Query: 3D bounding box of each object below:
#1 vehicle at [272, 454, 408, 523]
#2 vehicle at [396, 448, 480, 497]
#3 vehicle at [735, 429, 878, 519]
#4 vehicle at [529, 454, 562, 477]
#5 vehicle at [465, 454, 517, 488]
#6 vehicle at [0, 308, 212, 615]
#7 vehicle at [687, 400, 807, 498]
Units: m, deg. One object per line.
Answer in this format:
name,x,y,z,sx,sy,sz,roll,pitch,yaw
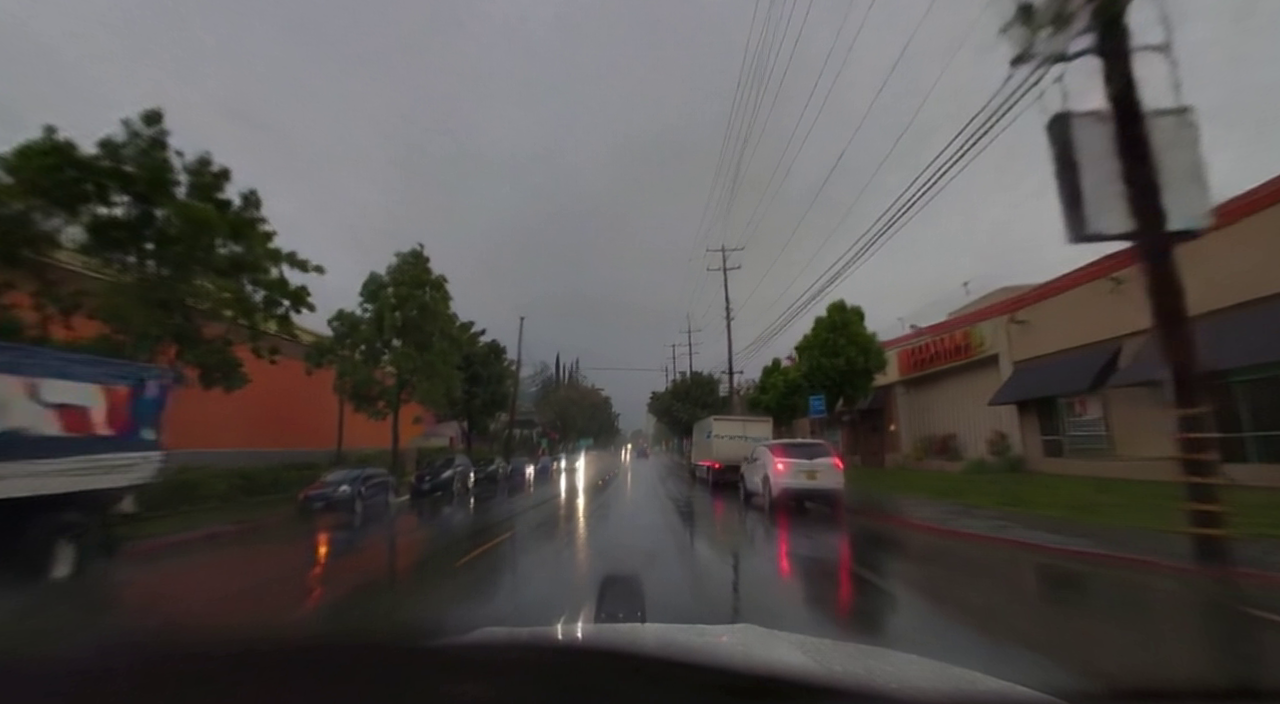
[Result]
vehicle,-7.905,3.581,17.113,1.704,1.464,4.089,-3,-8,0
vehicle,-7.768,4.626,24.679,1.882,1.639,4.187,-3,-9,1
vehicle,3.719,2.838,15.217,2.097,1.784,4.915,0,-9,0
vehicle,-7.266,8.745,48.868,1.787,1.543,4.052,-4,-8,1
vehicle,-7.639,6.088,32.599,1.678,1.468,3.706,-4,-9,1
vehicle,-8.061,1.041,5.855,2.745,3.157,7.388,-1,-9,2
vehicle,3.954,3.824,25.833,3.011,3.127,8.608,-3,-7,-2
